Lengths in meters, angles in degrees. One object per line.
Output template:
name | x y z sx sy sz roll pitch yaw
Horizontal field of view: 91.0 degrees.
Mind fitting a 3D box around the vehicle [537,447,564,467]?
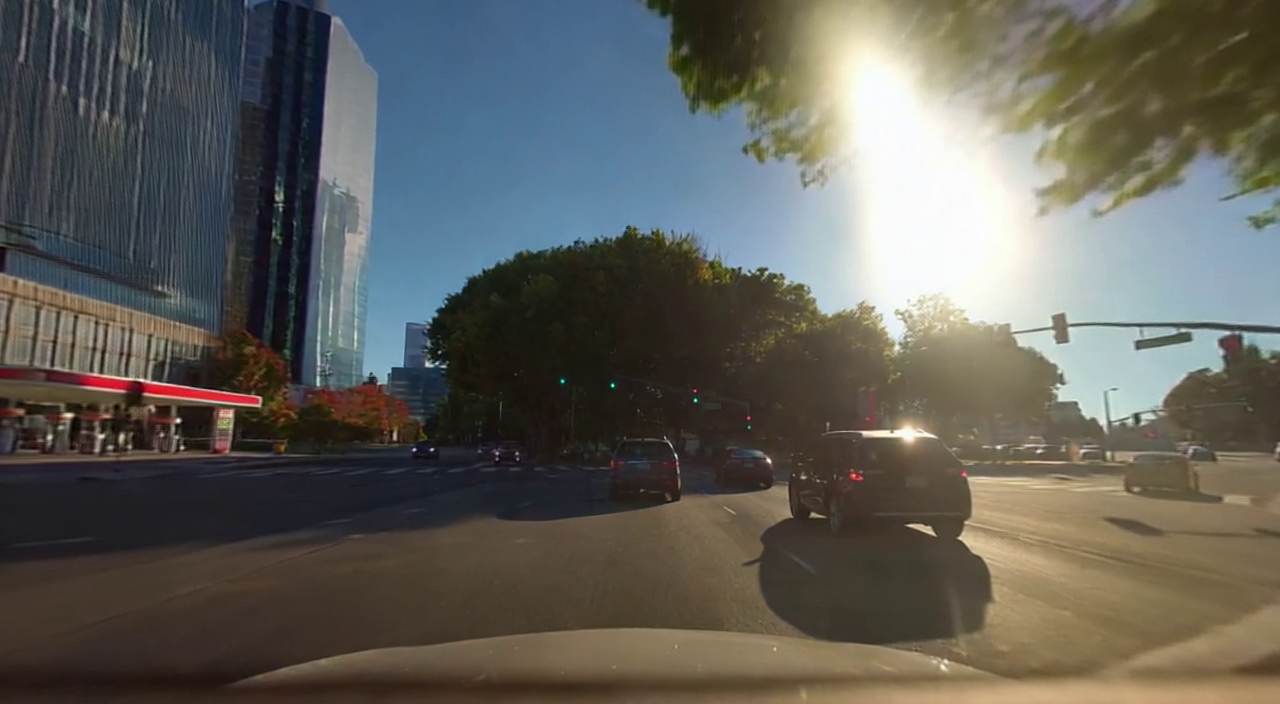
vehicle | -6.993 8.146 48.999 1.987 1.505 4.337 1 -9 -9

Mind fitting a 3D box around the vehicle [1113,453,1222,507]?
vehicle | 16.760 4.008 20.235 2.057 1.473 4.462 -5 -10 33

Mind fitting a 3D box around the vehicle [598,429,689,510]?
vehicle | 0.040 2.937 16.218 2.051 1.798 4.168 0 -8 -1

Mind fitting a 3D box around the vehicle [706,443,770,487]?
vehicle | 3.780 4.391 24.778 1.800 1.592 3.658 0 -9 -2

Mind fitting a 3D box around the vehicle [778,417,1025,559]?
vehicle | 3.745 2.009 10.022 2.000 1.745 4.206 0 -8 -2

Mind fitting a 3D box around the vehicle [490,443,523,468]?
vehicle | -9.830 7.646 46.755 1.992 1.755 4.283 1 -9 -7
